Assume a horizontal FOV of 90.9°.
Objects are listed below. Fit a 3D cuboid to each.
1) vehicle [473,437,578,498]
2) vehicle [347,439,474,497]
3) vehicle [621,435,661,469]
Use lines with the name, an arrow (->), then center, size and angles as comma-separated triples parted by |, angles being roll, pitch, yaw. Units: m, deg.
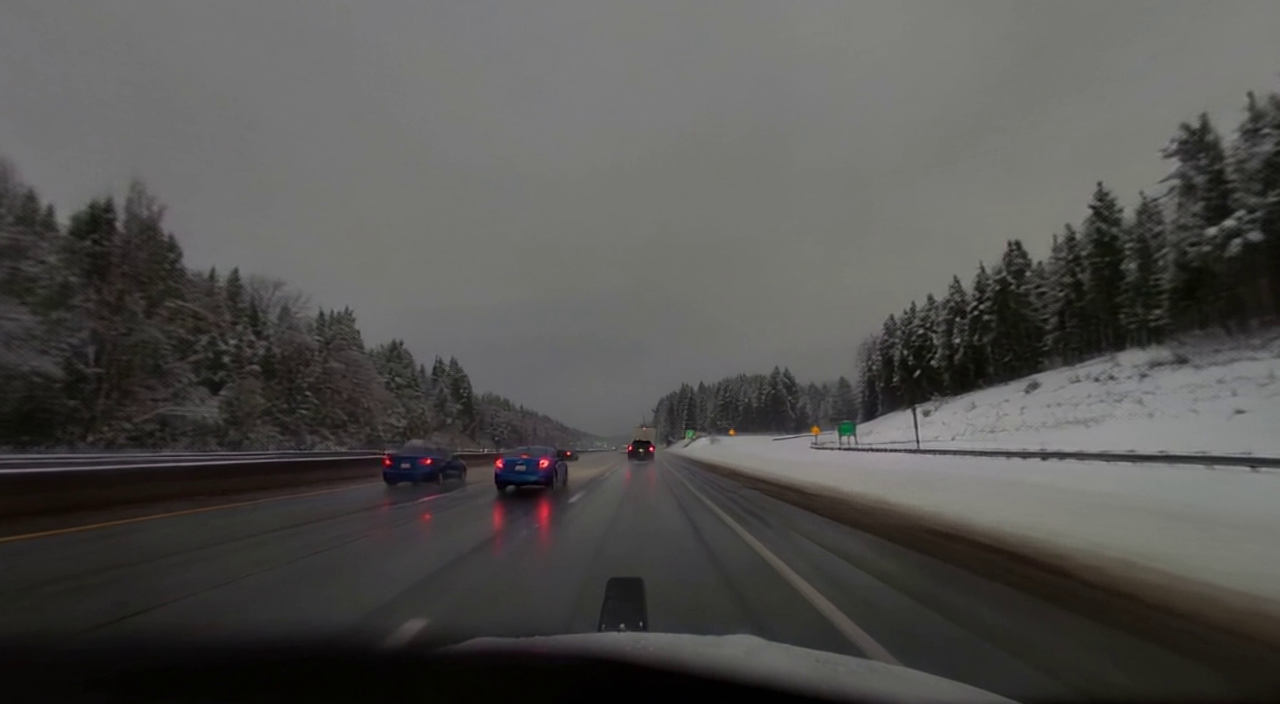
vehicle -> -3.295, 3.449, 19.370 | 2.139, 1.589, 5.102 | -1, -8, 2
vehicle -> -6.728, 3.438, 19.161 | 2.009, 1.519, 4.697 | 0, -8, 1
vehicle -> 0.086, 6.188, 39.097 | 2.309, 1.915, 5.130 | 0, -8, 1
